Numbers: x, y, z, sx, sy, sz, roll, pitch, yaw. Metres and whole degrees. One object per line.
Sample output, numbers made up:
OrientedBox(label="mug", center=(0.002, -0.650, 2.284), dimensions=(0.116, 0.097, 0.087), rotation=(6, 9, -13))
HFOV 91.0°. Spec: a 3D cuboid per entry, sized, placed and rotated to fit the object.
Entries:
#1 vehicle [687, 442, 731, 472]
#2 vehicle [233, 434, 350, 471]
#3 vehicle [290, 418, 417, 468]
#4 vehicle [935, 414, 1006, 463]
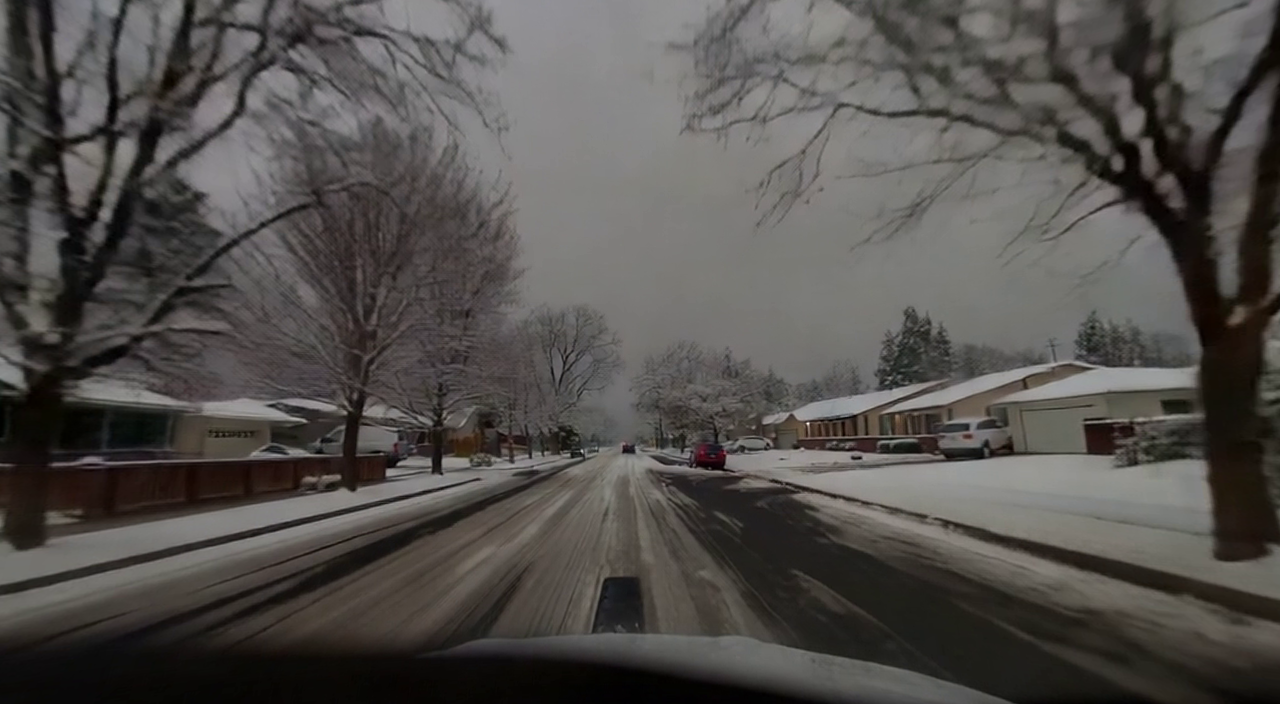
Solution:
OrientedBox(label="vehicle", center=(3.715, 5.720, 34.605), dimensions=(2.011, 1.521, 4.292), rotation=(0, -8, 1))
OrientedBox(label="vehicle", center=(-15.955, 4.636, 29.034), dimensions=(2.018, 1.534, 4.253), rotation=(-4, -10, 25))
OrientedBox(label="vehicle", center=(-16.972, 5.440, 37.454), dimensions=(6.381, 2.645, 2.703), rotation=(-3, -9, 10))
OrientedBox(label="vehicle", center=(14.742, 3.848, 27.960), dimensions=(2.222, 1.963, 4.670), rotation=(-6, -10, 33))
